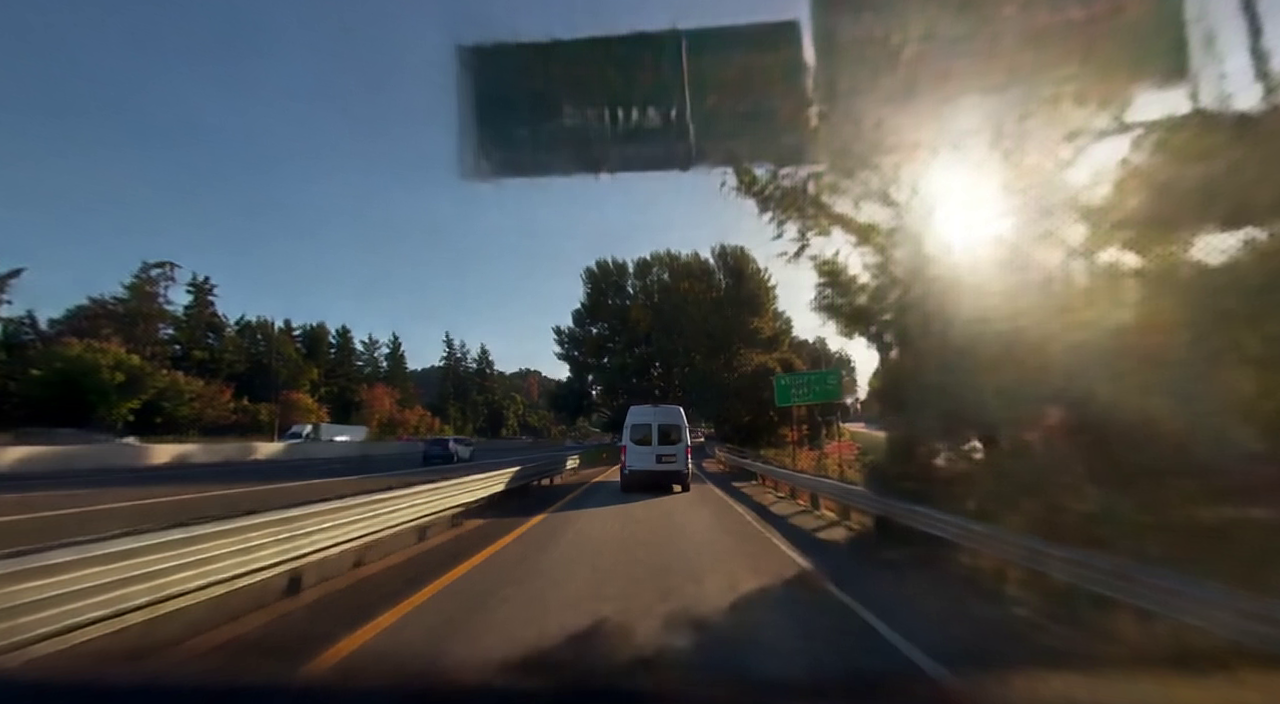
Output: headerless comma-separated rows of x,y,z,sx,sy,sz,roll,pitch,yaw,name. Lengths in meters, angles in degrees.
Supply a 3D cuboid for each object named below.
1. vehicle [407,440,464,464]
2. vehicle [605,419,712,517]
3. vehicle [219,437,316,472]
-15.169,7.413,47.112,2.309,1.683,5.063,-1,-8,4,vehicle
0.313,2.541,14.340,2.043,1.821,4.558,0,-8,-1,vehicle
-19.479,5.360,33.264,2.160,1.691,4.601,-1,-8,3,vehicle
